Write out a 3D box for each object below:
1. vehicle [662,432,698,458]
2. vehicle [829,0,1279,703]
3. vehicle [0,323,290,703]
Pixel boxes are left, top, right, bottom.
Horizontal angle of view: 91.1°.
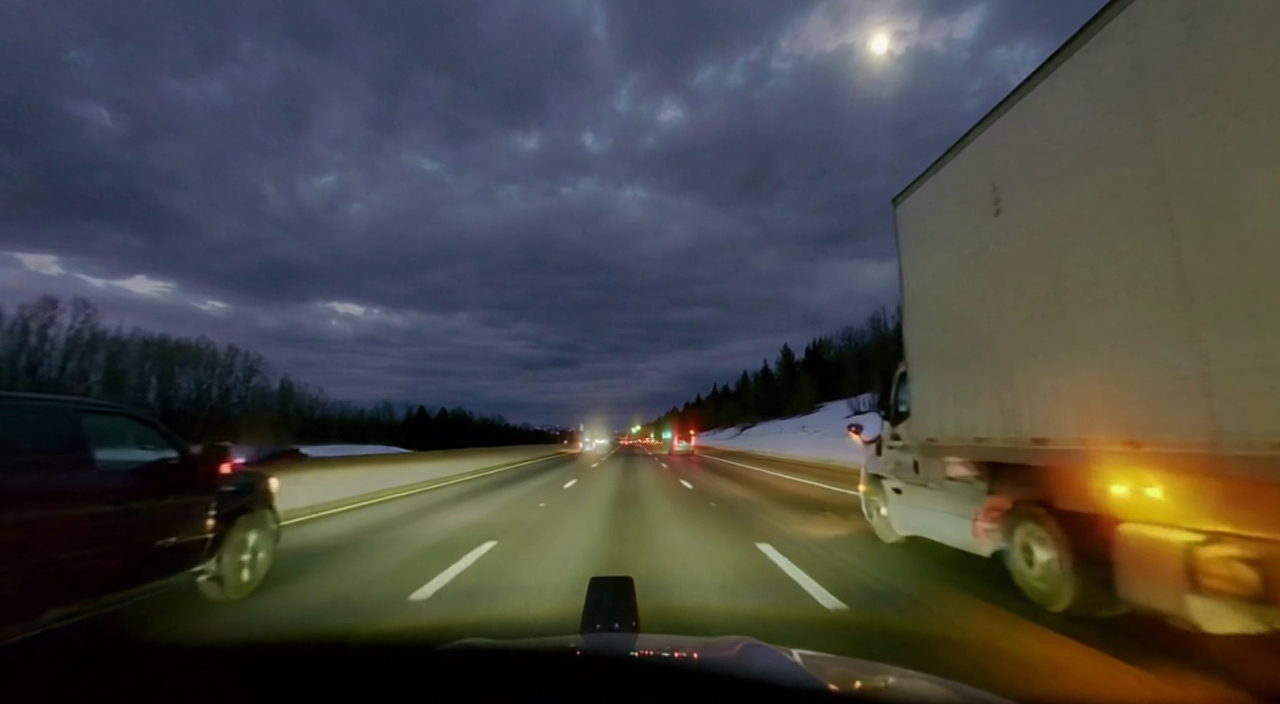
[{"bbox_3d":[2.806,6.606,44.855,2.124,1.696,4.173,0,-8,-2],"label":"vehicle"},{"bbox_3d":[4.197,-0.199,3.532,3.004,3.881,9.742,0,-8,-1],"label":"vehicle"},{"bbox_3d":[-3.619,0.737,2.149,2.185,1.772,4.656,0,-8,-1],"label":"vehicle"}]
